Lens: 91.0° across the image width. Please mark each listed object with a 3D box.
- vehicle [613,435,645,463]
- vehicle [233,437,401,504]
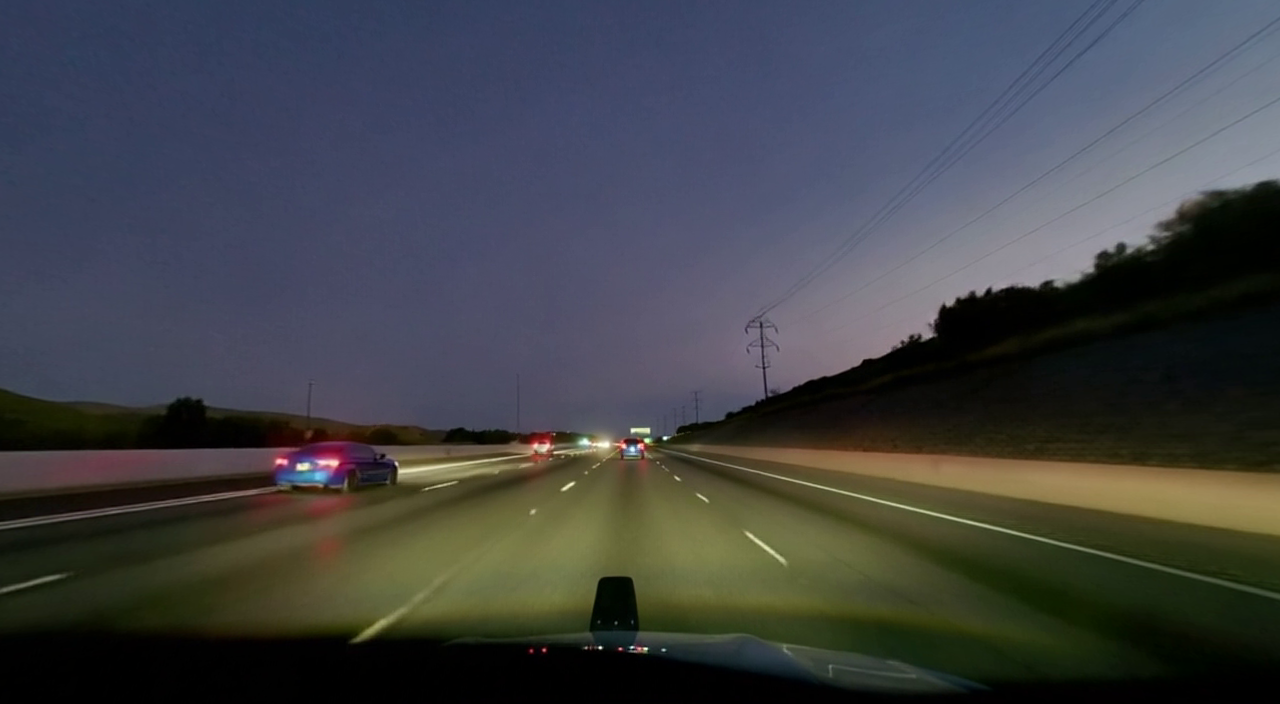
[{"bbox_3d":[-0.747,6.386,41.478,2.040,1.715,3.906,0,-8,-1],"label":"vehicle"},{"bbox_3d":[-7.815,2.877,15.823,1.949,1.428,4.408,0,-8,-1],"label":"vehicle"}]
